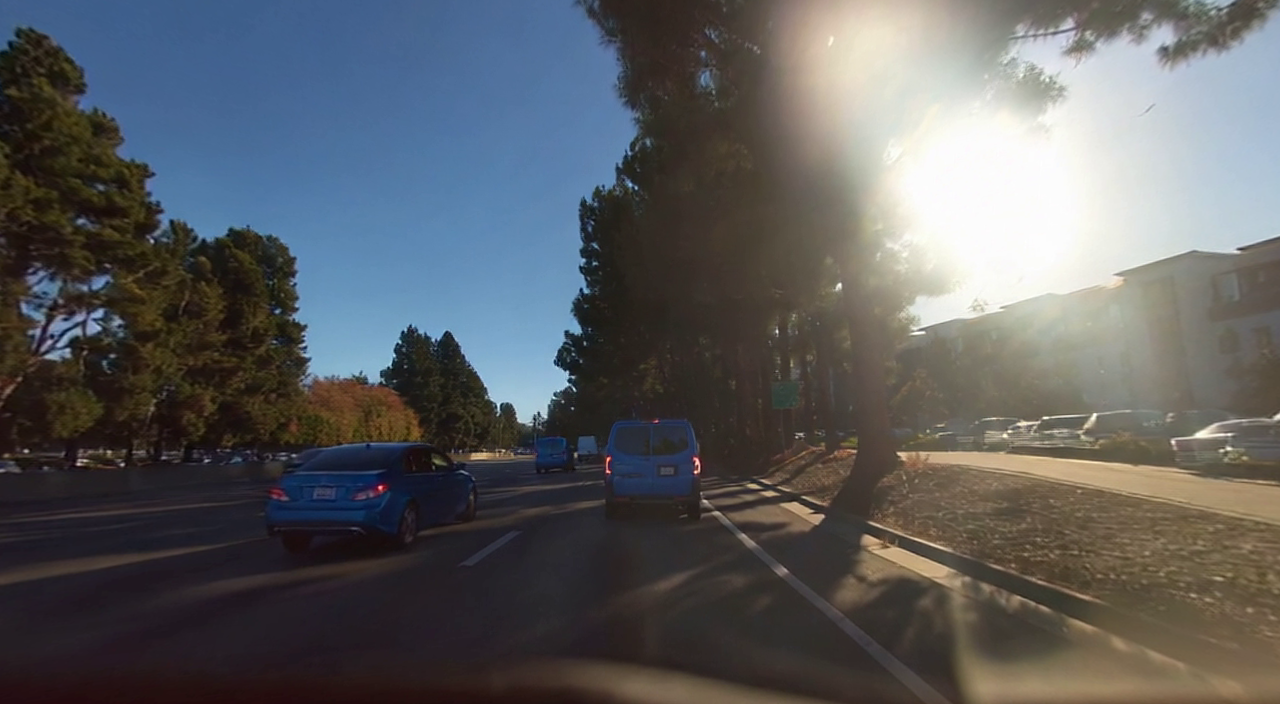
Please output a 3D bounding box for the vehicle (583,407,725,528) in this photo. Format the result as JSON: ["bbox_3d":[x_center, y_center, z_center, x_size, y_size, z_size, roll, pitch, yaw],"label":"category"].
[{"bbox_3d":[0.291,2.087,11.824,2.173,1.830,4.189,0,-9,2],"label":"vehicle"}]

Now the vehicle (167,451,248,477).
[{"bbox_3d":[-32.779,8.456,48.099,1.977,1.788,4.978,-2,-9,13],"label":"vehicle"}]

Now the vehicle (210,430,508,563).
[{"bbox_3d":[-3.671,1.975,9.526,1.991,1.459,4.813,-1,-9,4],"label":"vehicle"}]

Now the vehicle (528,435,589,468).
[{"bbox_3d":[-4.456,5.519,35.183,2.116,1.714,4.757,-1,-9,9],"label":"vehicle"}]
